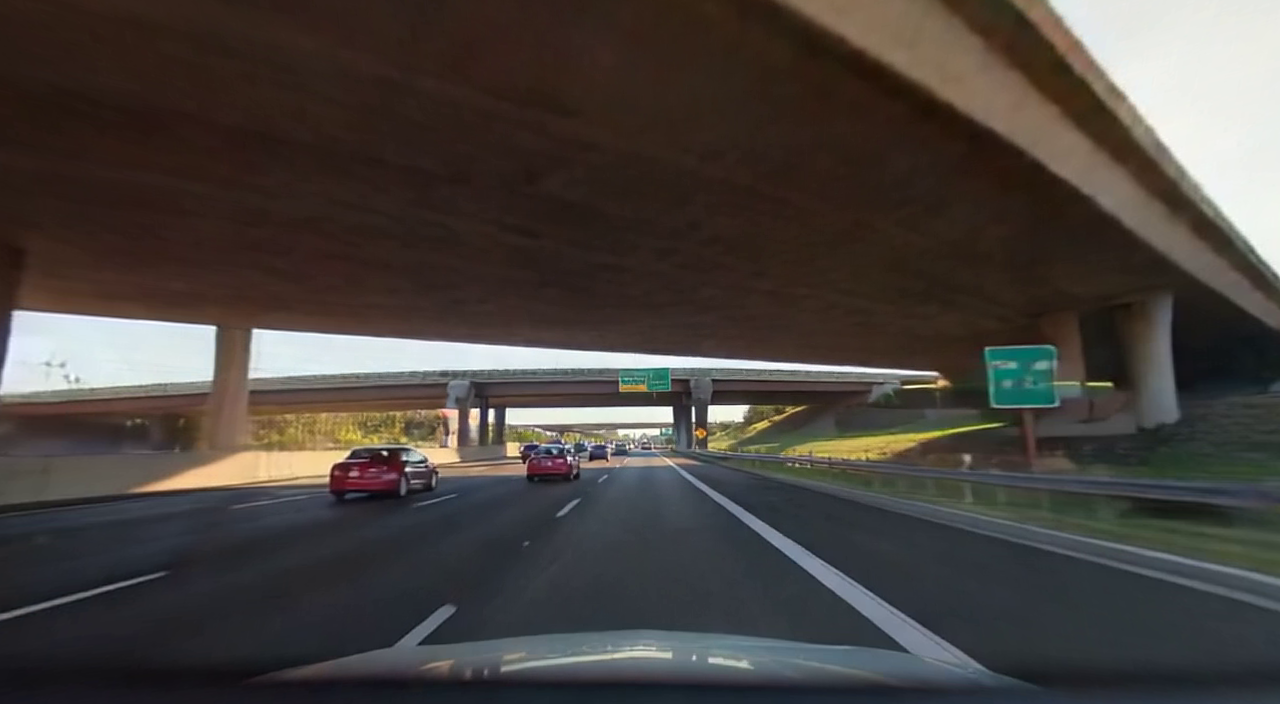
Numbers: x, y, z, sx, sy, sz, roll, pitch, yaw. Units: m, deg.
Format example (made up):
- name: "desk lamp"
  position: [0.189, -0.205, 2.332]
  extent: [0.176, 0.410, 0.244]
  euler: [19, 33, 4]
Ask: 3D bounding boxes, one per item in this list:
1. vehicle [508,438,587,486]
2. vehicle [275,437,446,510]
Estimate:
- name: "vehicle"
  position: [-3.336, 4.095, 23.790]
  extent: [2.210, 1.628, 4.586]
  euler: [0, -9, 1]
- name: "vehicle"
  position: [-6.807, 2.993, 16.093]
  extent: [2.069, 1.551, 4.830]
  euler: [0, -9, 1]
